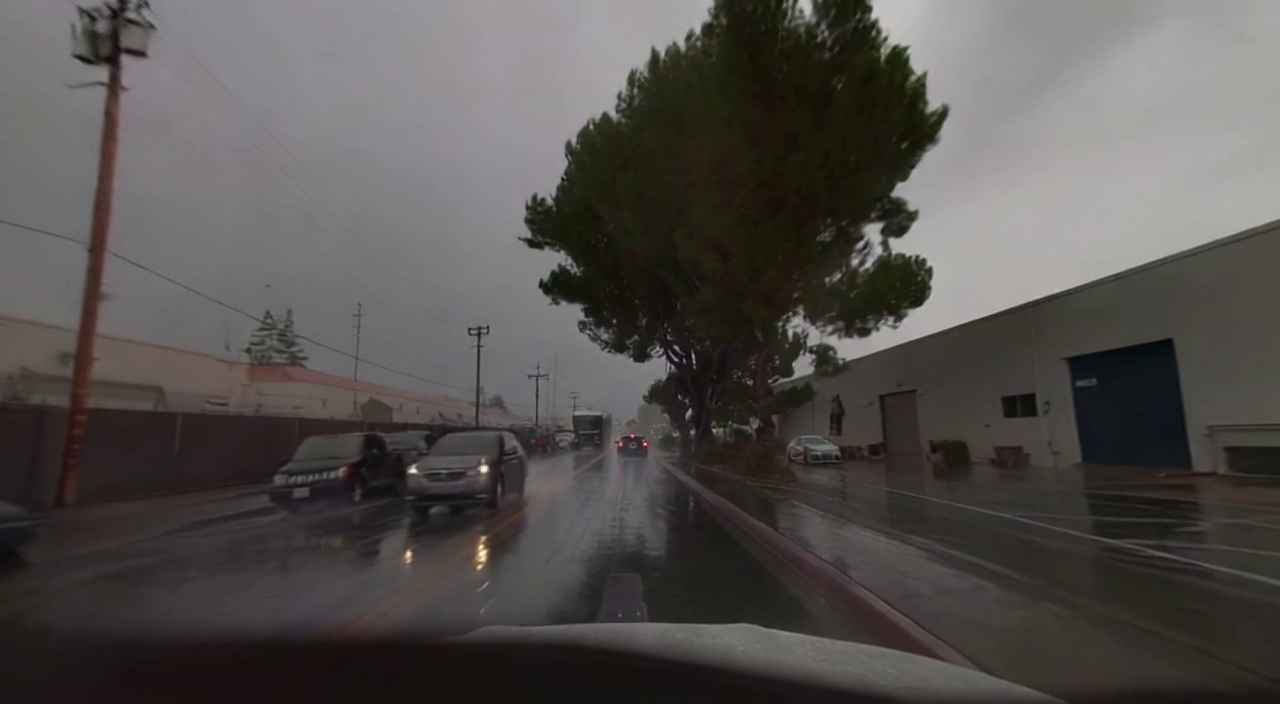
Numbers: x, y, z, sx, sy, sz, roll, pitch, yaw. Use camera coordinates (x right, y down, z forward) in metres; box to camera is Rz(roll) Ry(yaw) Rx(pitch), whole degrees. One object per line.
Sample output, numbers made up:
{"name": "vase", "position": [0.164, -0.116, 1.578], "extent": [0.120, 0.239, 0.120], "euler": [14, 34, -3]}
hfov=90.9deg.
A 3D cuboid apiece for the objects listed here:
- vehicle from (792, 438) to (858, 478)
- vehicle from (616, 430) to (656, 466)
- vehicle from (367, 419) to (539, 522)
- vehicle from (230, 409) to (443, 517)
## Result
{"name": "vehicle", "position": [8.248, 4.713, 28.432], "extent": [1.874, 1.669, 4.083], "euler": [0, -8, 2]}
{"name": "vehicle", "position": [-0.240, 5.401, 35.638], "extent": [2.152, 1.874, 4.042], "euler": [0, -8, -1]}
{"name": "vehicle", "position": [-3.472, 2.270, 12.747], "extent": [2.157, 1.703, 4.310], "euler": [0, -8, 0]}
{"name": "vehicle", "position": [-6.420, 2.473, 14.296], "extent": [2.139, 1.943, 5.295], "euler": [-1, -9, 1]}
